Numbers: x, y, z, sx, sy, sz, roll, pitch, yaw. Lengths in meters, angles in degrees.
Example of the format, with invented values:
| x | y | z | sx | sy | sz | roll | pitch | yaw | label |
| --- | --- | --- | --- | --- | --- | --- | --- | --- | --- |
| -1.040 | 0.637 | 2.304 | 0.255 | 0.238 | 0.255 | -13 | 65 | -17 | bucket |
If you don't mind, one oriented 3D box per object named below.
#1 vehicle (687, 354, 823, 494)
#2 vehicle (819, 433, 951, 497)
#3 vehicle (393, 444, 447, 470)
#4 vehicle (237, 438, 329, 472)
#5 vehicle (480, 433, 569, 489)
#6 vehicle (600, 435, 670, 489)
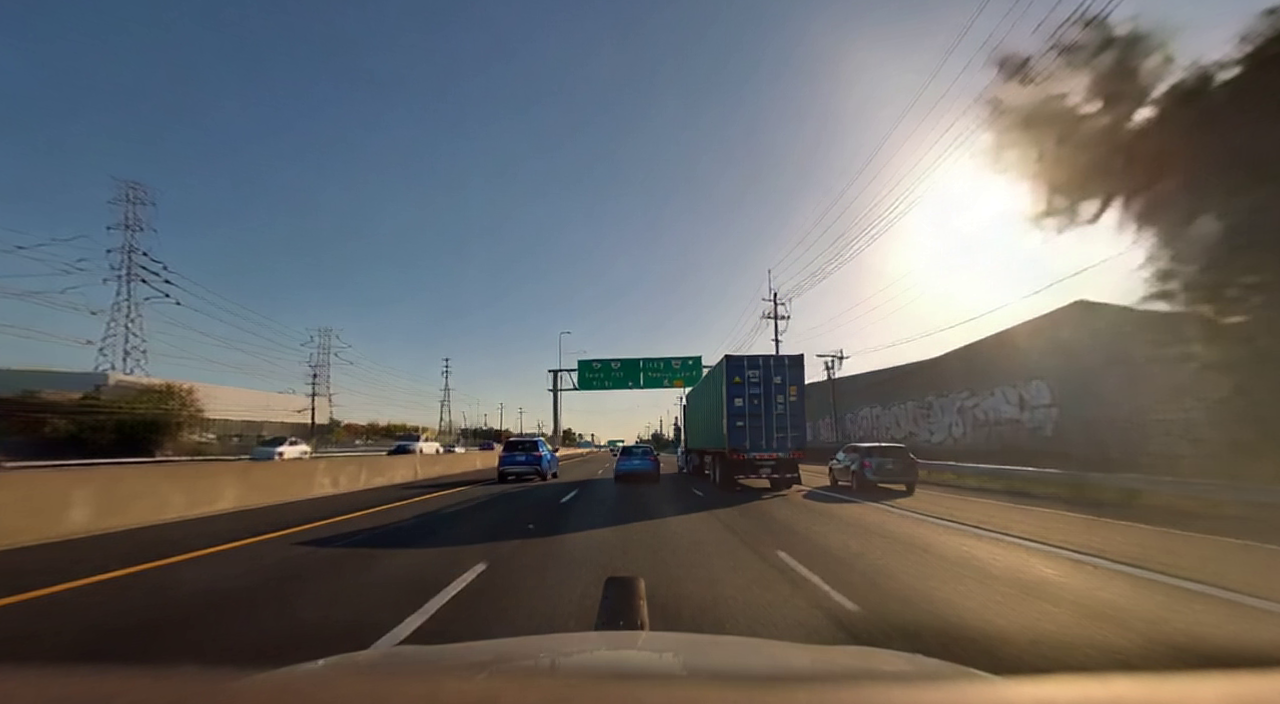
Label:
| x | y | z | sx | sy | sz | roll | pitch | yaw | label |
| --- | --- | --- | --- | --- | --- | --- | --- | --- | --- |
| 3.800 | 3.070 | 24.940 | 2.800 | 4.039 | 13.179 | 0 | -9 | 0 | vehicle |
| 7.353 | 3.453 | 19.614 | 2.202 | 1.731 | 4.628 | 0 | -9 | 0 | vehicle |
| -13.837 | 6.615 | 39.972 | 1.921 | 1.494 | 4.348 | 0 | -9 | -1 | vehicle |
| -20.992 | 6.073 | 37.532 | 2.215 | 1.849 | 5.735 | 0 | -9 | -1 | vehicle |
| -4.021 | 3.915 | 22.950 | 2.264 | 1.804 | 4.584 | 0 | -9 | 1 | vehicle |
| -0.173 | 3.795 | 21.989 | 2.191 | 1.685 | 4.015 | 0 | -9 | 0 | vehicle |
